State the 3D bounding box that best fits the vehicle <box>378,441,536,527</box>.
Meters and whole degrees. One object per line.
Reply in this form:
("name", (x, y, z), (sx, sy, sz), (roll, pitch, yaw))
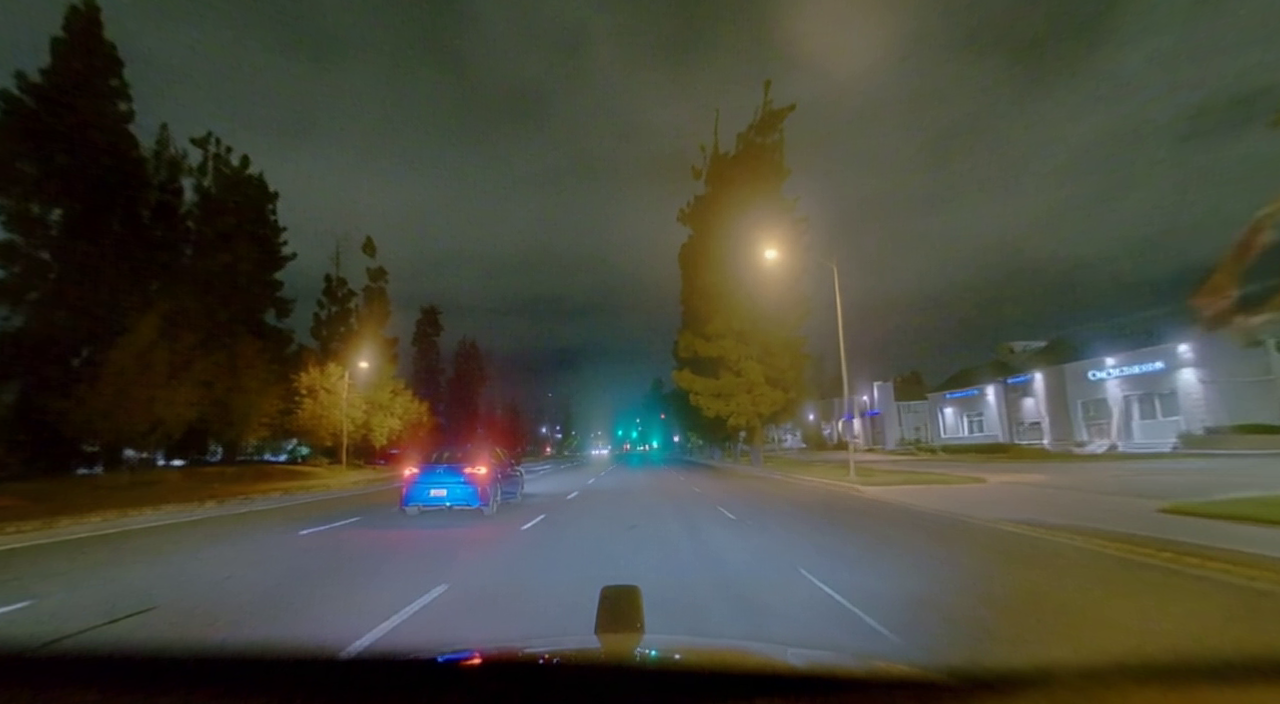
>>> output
("vehicle", (-3.501, 2.592, 13.038), (2.005, 1.477, 4.169), (0, -8, 0))
